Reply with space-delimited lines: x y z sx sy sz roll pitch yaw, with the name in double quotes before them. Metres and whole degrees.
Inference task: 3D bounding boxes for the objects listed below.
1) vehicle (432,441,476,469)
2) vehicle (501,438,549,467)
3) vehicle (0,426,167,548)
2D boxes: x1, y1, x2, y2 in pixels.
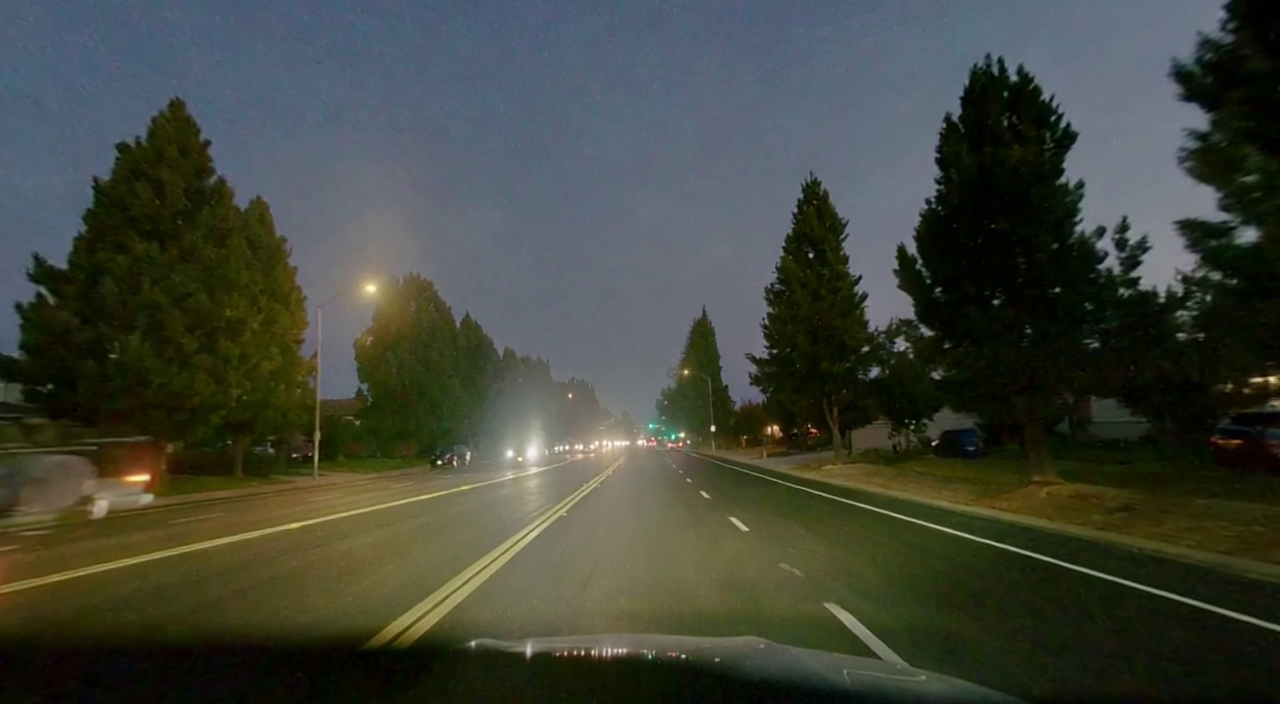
"vehicle" -14.062 7.758 47.875 2.058 1.779 4.768 -3 -6 -3
"vehicle" -6.716 5.901 37.218 1.943 1.623 4.190 0 -8 2
"vehicle" -10.847 2.178 10.357 2.143 1.848 4.939 -1 -8 2
